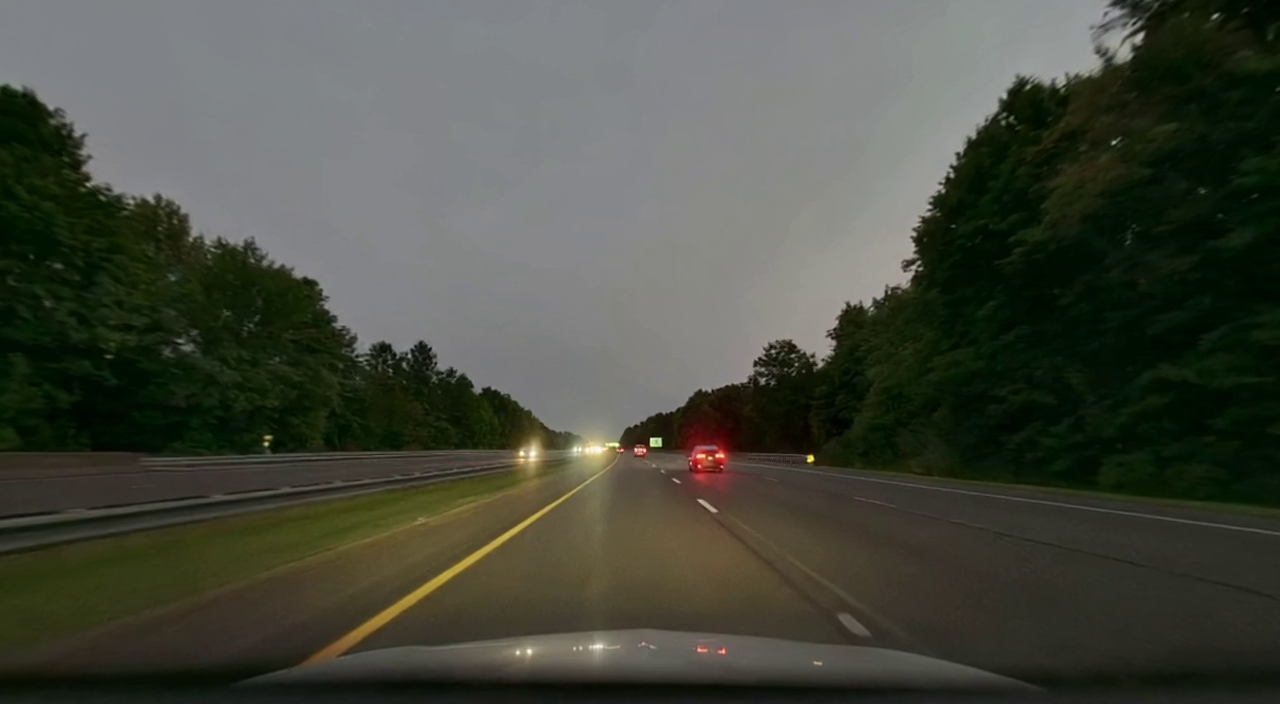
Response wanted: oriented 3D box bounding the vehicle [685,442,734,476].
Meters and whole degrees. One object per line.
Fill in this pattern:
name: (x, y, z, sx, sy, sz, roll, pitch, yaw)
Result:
vehicle: (3.550, 5.578, 33.047, 1.933, 1.663, 4.440, 0, -9, -2)
